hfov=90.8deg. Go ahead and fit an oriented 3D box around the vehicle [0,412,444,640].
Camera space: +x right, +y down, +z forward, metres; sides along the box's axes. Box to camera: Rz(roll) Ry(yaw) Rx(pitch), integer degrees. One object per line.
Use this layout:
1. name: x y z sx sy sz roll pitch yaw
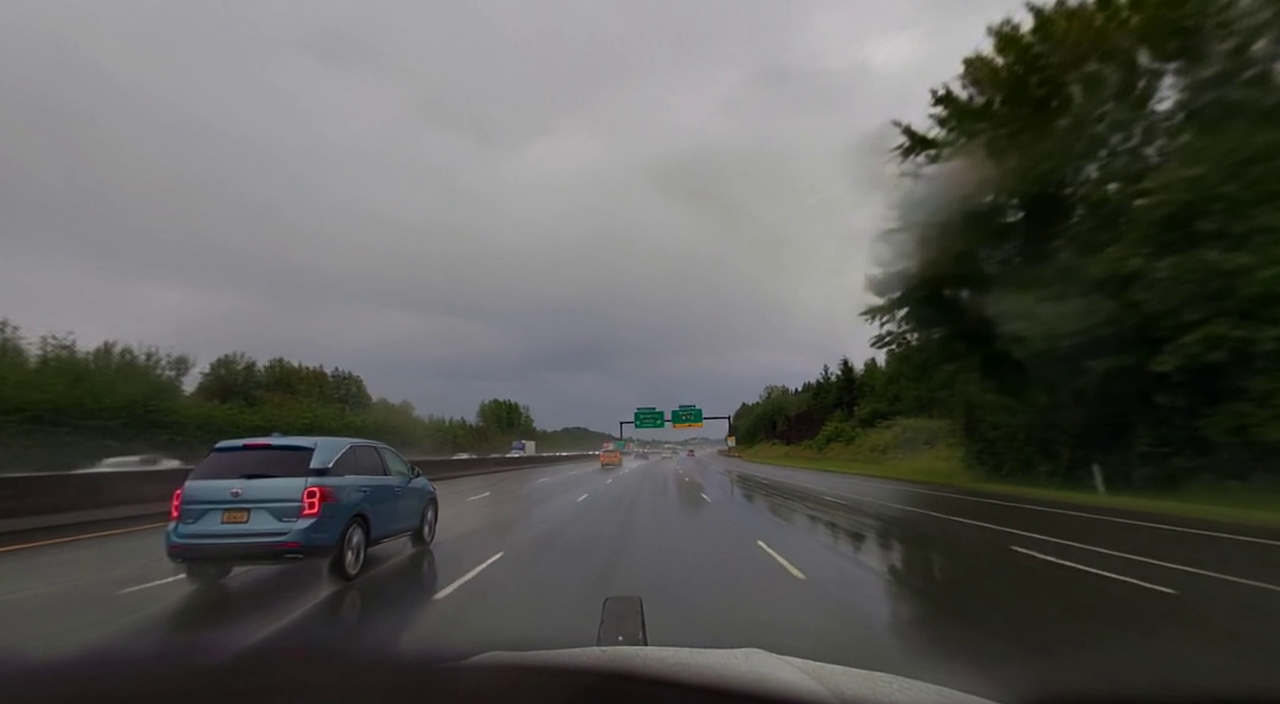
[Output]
1. vehicle: -3.787 1.567 6.679 2.016 1.623 4.126 0 -9 1
